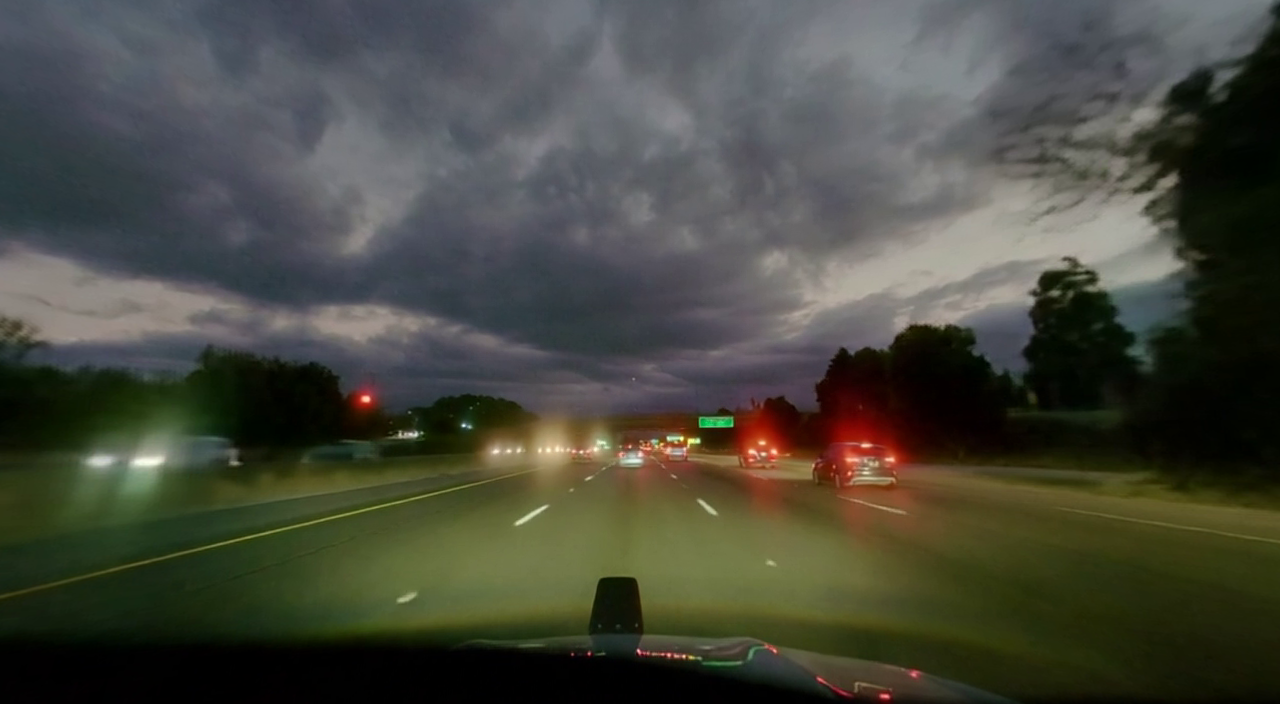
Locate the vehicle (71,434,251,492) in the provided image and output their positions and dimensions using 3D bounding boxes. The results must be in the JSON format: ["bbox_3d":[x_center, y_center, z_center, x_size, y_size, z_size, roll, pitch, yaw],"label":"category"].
[{"bbox_3d":[-17.910,4.180,24.194,2.239,1.920,5.939,0,-9,0],"label":"vehicle"}]

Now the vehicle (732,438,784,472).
[{"bbox_3d":[6.061,5.337,32.916,1.936,1.625,3.991,0,-9,-1],"label":"vehicle"}]

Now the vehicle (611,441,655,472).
[{"bbox_3d":[-0.345,5.329,32.398,2.075,1.486,4.007,0,-9,0],"label":"vehicle"}]

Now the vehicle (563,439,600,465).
[{"bbox_3d":[-4.079,7.065,44.823,2.113,1.756,4.471,0,-9,1],"label":"vehicle"}]

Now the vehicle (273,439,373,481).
[{"bbox_3d":[-13.737,4.686,27.707,2.033,1.659,4.459,0,-9,0],"label":"vehicle"}]
